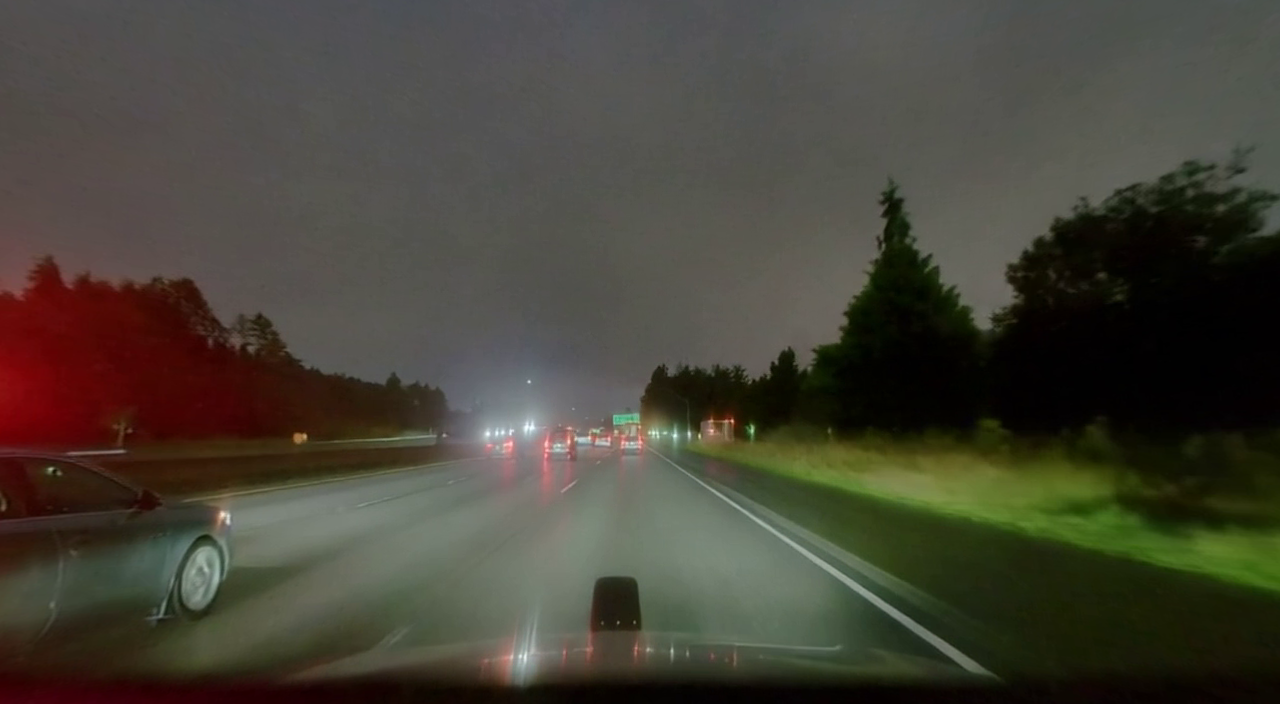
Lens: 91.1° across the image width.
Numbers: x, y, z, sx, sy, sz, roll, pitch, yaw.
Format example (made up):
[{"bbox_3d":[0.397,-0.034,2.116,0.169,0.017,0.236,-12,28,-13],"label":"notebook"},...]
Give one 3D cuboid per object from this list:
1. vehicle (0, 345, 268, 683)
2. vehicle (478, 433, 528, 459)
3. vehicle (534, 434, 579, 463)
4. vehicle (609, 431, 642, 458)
[{"bbox_3d":[-4.473,0.919,3.667,1.971,1.822,4.366,0,-8,-1],"label":"vehicle"},{"bbox_3d":[-8.388,5.793,38.953,1.953,1.524,4.863,0,-8,0],"label":"vehicle"},{"bbox_3d":[-4.464,5.194,34.183,1.909,1.445,4.087,0,-8,-1],"label":"vehicle"},{"bbox_3d":[-0.913,5.850,39.842,2.002,1.611,3.778,0,-8,-1],"label":"vehicle"}]
